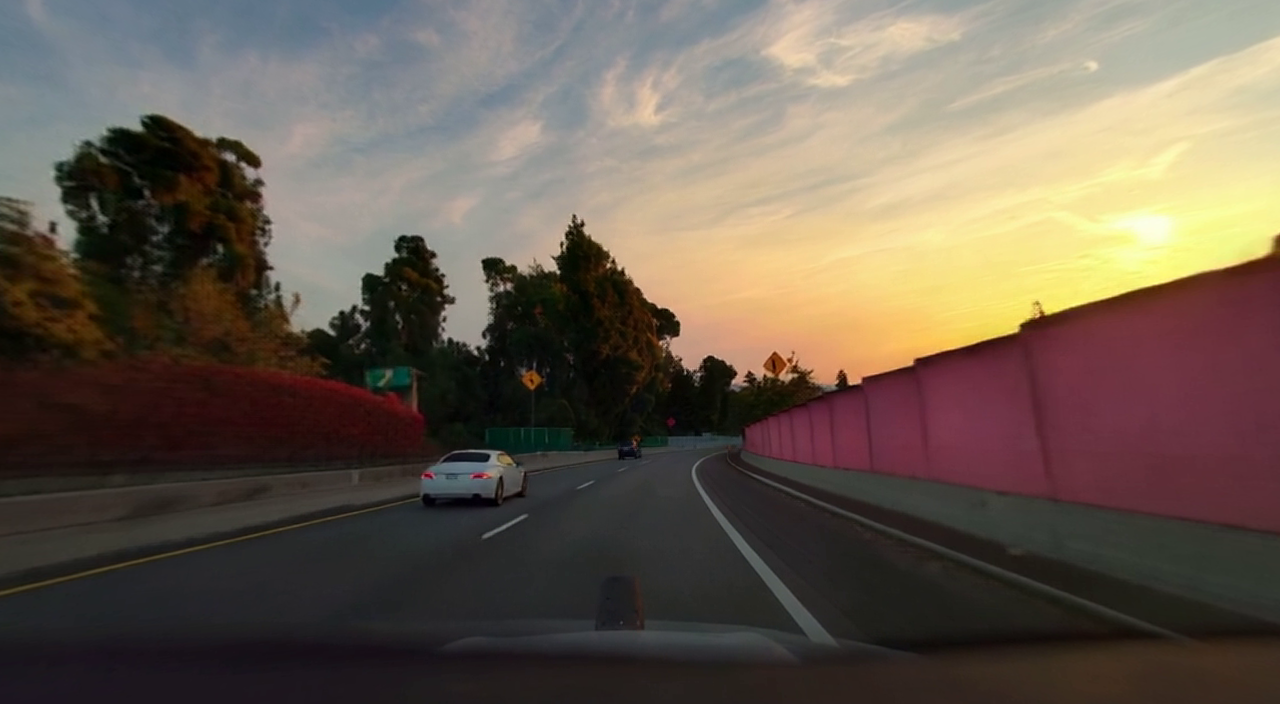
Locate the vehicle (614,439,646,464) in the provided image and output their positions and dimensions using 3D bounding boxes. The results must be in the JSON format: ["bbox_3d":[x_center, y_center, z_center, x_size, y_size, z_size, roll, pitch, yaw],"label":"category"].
[{"bbox_3d":[-0.681,7.176,45.462,1.833,1.697,3.984,-1,-9,7],"label":"vehicle"}]

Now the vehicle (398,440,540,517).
[{"bbox_3d":[-3.536,2.702,13.984,1.746,1.405,4.339,-1,-9,3],"label":"vehicle"}]
